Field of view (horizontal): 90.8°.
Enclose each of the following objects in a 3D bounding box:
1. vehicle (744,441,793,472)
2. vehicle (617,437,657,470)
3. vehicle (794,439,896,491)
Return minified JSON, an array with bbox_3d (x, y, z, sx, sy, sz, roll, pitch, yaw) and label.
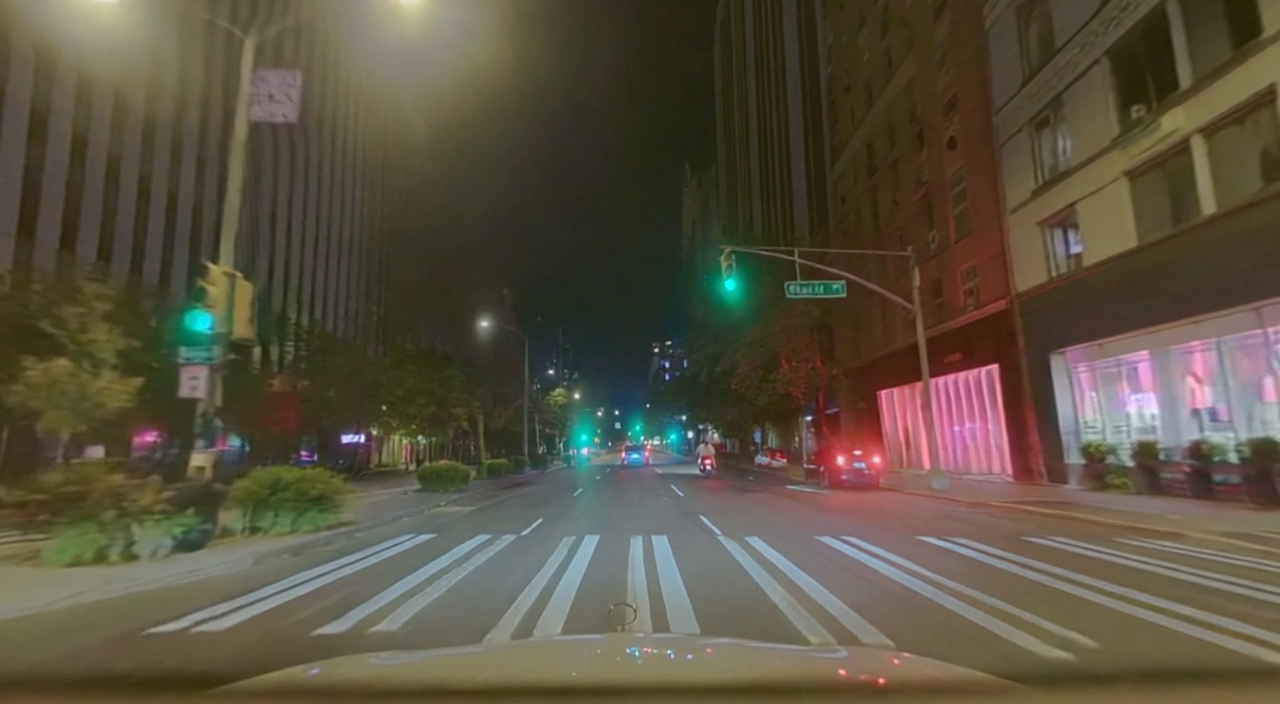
[{"bbox_3d":[7.044,5.759,35.025,1.785,1.586,3.896,0,-8,-1],"label":"vehicle"},{"bbox_3d":[-0.229,5.947,37.186,2.223,1.775,4.250,0,-8,-2],"label":"vehicle"},{"bbox_3d":[6.886,3.810,21.713,2.069,1.590,4.066,0,-8,-1],"label":"vehicle"}]
